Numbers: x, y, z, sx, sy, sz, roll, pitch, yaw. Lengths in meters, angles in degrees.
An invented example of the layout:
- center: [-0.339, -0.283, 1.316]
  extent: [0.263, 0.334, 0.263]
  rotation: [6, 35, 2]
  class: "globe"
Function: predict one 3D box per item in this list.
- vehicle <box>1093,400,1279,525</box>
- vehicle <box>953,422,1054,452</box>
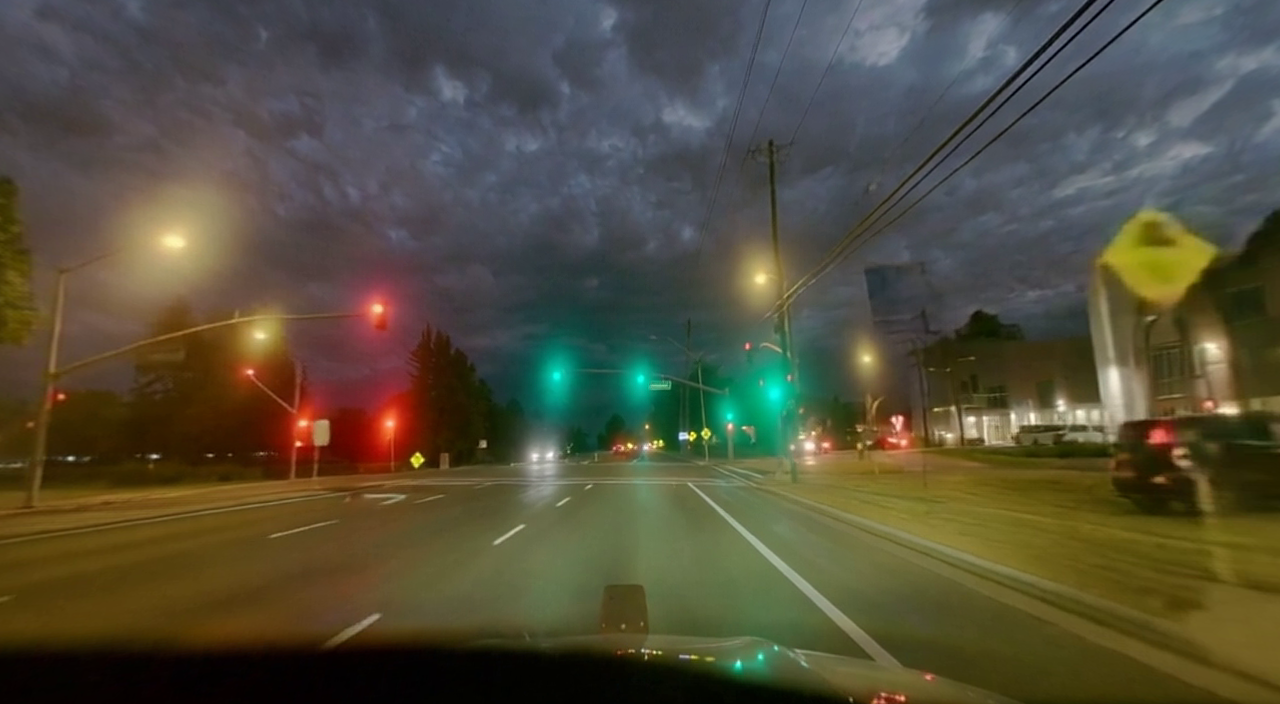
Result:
- center: [10.410, 1.713, 10.040]
  extent: [4.765, 1.738, 2.101]
  rotation: [0, -8, -2]
  class: "vehicle"
- center: [26.739, 6.338, 46.712]
  extent: [2.370, 2.038, 6.186]
  rotation: [3, -9, -22]
  class: "vehicle"
